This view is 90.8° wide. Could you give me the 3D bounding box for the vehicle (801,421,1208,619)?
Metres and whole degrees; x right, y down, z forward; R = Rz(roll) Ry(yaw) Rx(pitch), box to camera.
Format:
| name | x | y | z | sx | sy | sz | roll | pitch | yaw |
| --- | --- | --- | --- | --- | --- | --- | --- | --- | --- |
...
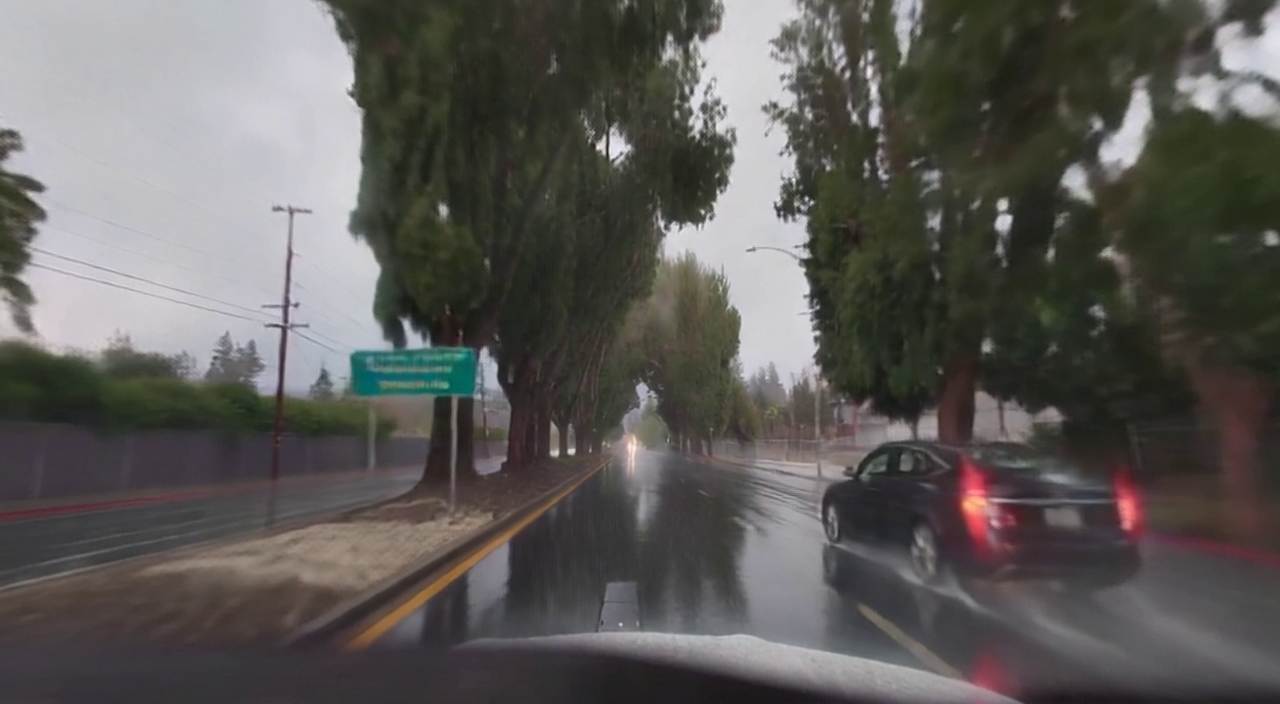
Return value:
| name | x | y | z | sx | sy | sz | roll | pitch | yaw |
| --- | --- | --- | --- | --- | --- | --- | --- | --- | --- |
| vehicle | 3.418 | 1.639 | 7.170 | 1.985 | 1.529 | 4.316 | 0 | -9 | -1 |
